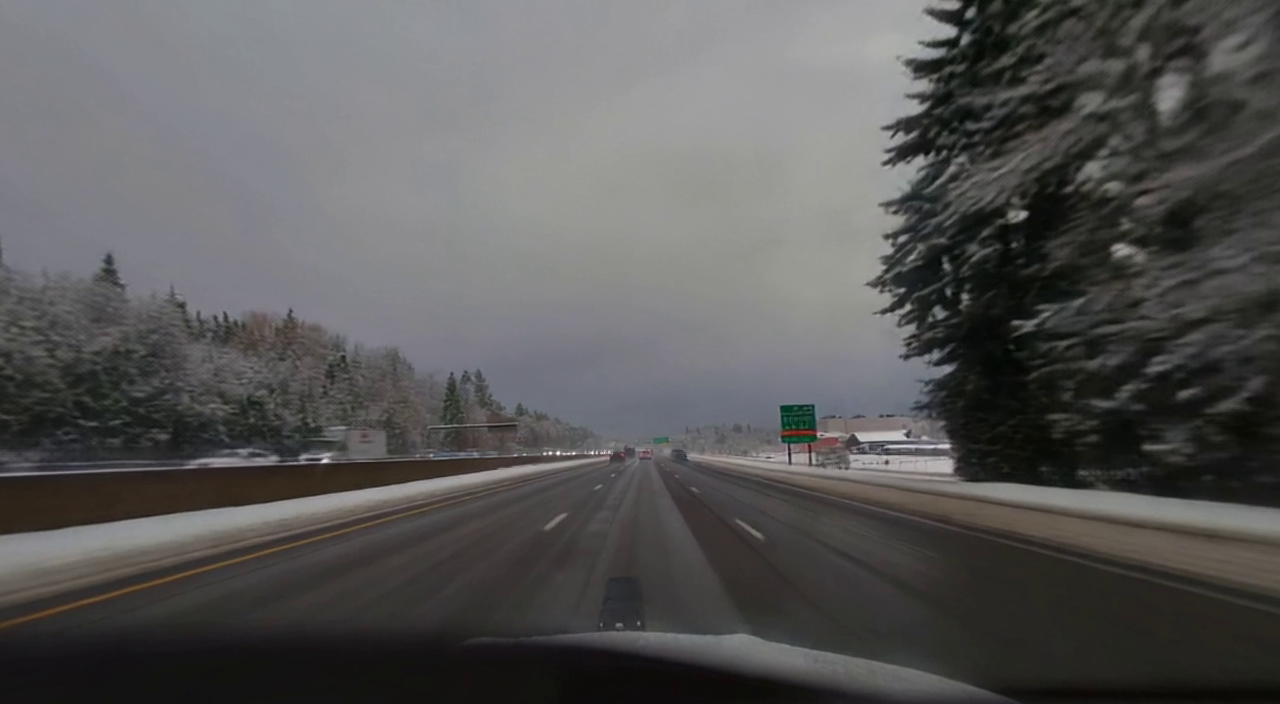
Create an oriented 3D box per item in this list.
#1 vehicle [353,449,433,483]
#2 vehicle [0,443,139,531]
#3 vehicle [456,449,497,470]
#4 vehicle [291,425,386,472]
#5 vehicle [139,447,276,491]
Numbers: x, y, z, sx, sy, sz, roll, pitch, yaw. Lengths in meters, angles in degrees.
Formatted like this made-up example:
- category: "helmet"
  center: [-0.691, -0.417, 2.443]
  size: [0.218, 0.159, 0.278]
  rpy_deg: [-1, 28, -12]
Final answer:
- category: "vehicle"
  center: [-11.573, 5.353, 29.860]
  size: [1.960, 1.425, 4.465]
  rpy_deg: [0, -9, 0]
- category: "vehicle"
  center: [-11.902, 2.424, 11.528]
  size: [1.988, 1.457, 4.746]
  rpy_deg: [1, -9, -7]
- category: "vehicle"
  center: [-11.828, 7.827, 45.834]
  size: [1.814, 1.438, 3.897]
  rpy_deg: [-1, -9, 2]
- category: "vehicle"
  center: [-19.678, 6.394, 41.633]
  size: [2.668, 2.821, 6.805]
  rpy_deg: [-1, -9, 2]
- category: "vehicle"
  center: [-15.865, 4.289, 23.452]
  size: [1.890, 1.461, 4.518]
  rpy_deg: [0, -9, 0]
